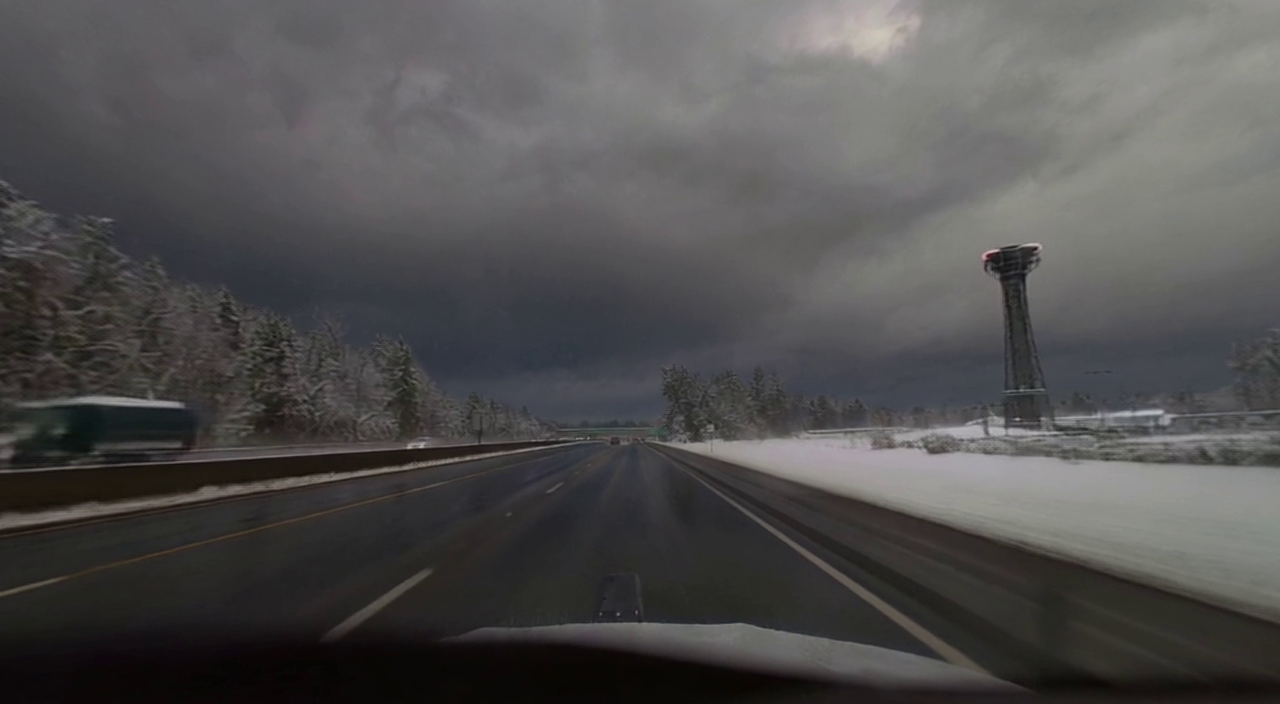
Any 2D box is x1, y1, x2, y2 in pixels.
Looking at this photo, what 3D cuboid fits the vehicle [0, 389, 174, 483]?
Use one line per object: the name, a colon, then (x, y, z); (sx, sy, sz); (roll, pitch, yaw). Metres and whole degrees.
vehicle: (-24.812, 3.651, 27.430); (2.904, 3.487, 7.840); (0, -8, -1)
